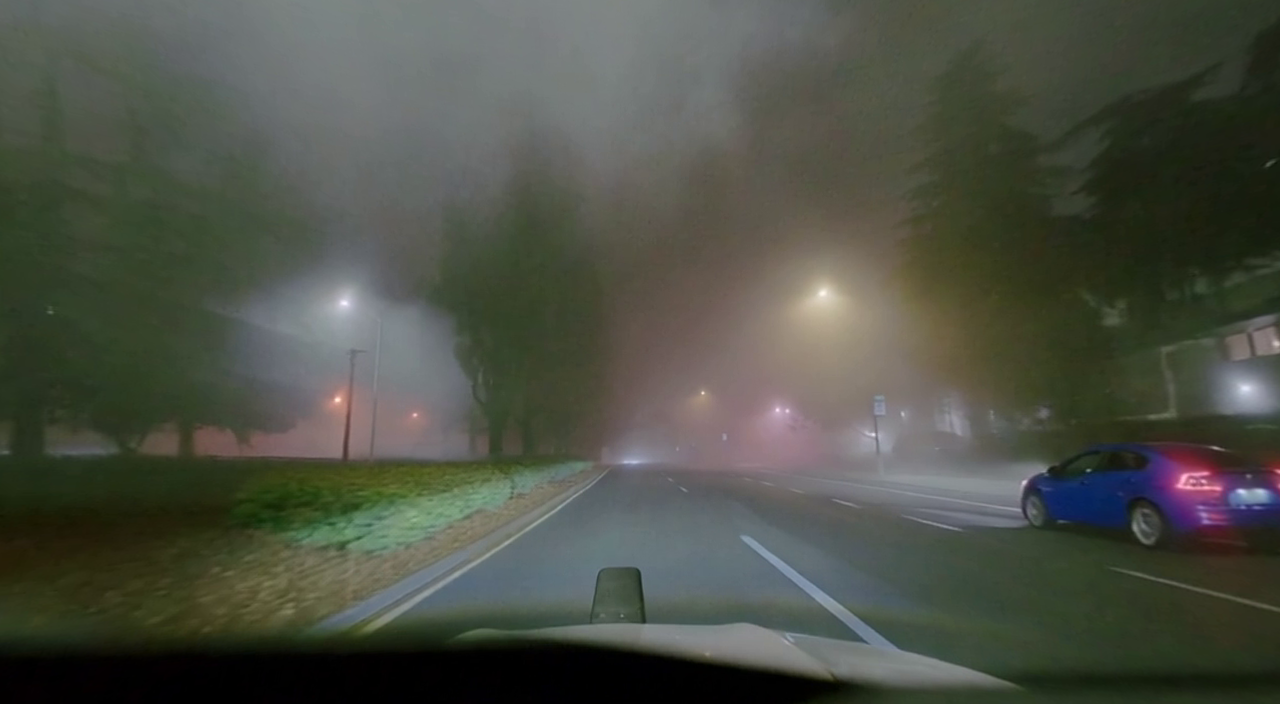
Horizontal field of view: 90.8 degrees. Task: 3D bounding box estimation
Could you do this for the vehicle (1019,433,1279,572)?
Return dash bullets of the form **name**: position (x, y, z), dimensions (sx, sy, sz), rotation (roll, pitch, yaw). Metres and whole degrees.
- **vehicle**: position (7.272, 1.923, 8.772), dimensions (1.797, 1.518, 3.433), rotation (0, -8, -1)
